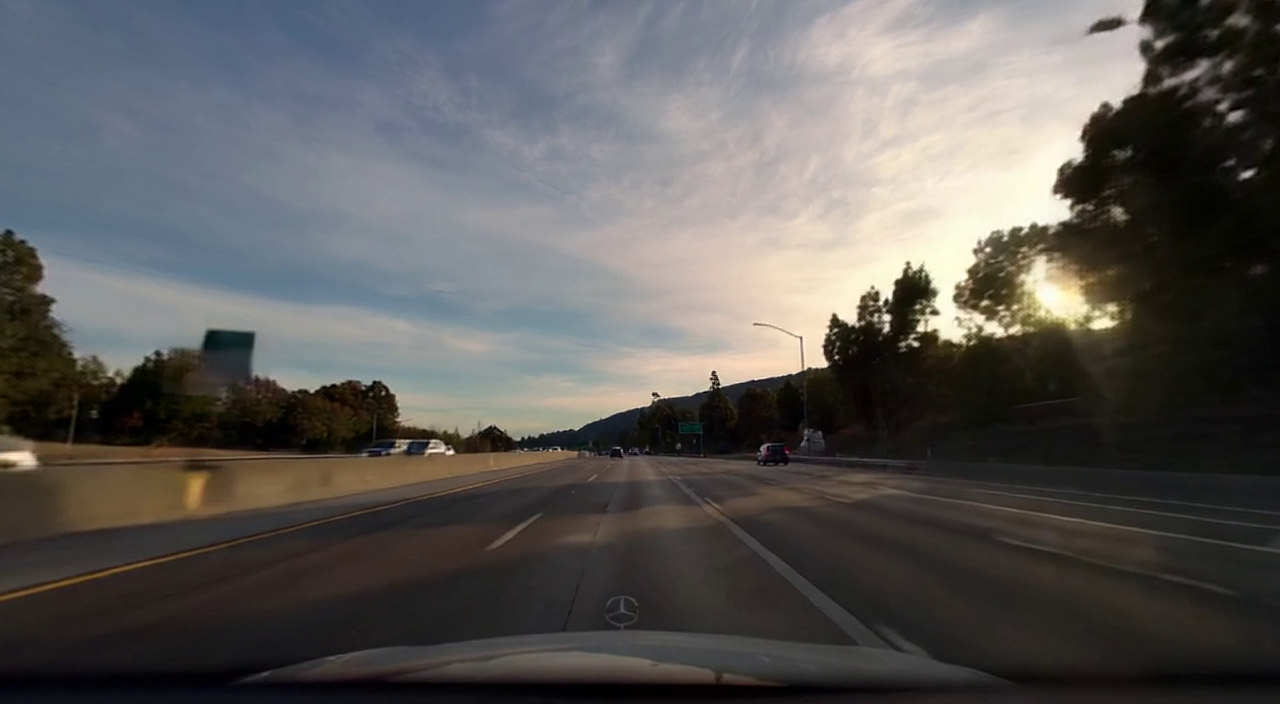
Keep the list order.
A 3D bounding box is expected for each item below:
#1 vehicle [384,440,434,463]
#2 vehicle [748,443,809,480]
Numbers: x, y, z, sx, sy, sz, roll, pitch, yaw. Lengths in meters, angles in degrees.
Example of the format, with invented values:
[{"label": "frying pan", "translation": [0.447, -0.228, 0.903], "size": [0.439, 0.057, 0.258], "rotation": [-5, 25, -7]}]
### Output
[{"label": "vehicle", "translation": [-17.774, 7.691, 48.902], "size": [2.118, 1.625, 4.530], "rotation": [0, -9, 0]}, {"label": "vehicle", "translation": [6.834, 5.433, 31.634], "size": [2.081, 1.705, 3.926], "rotation": [1, -9, -1]}]
